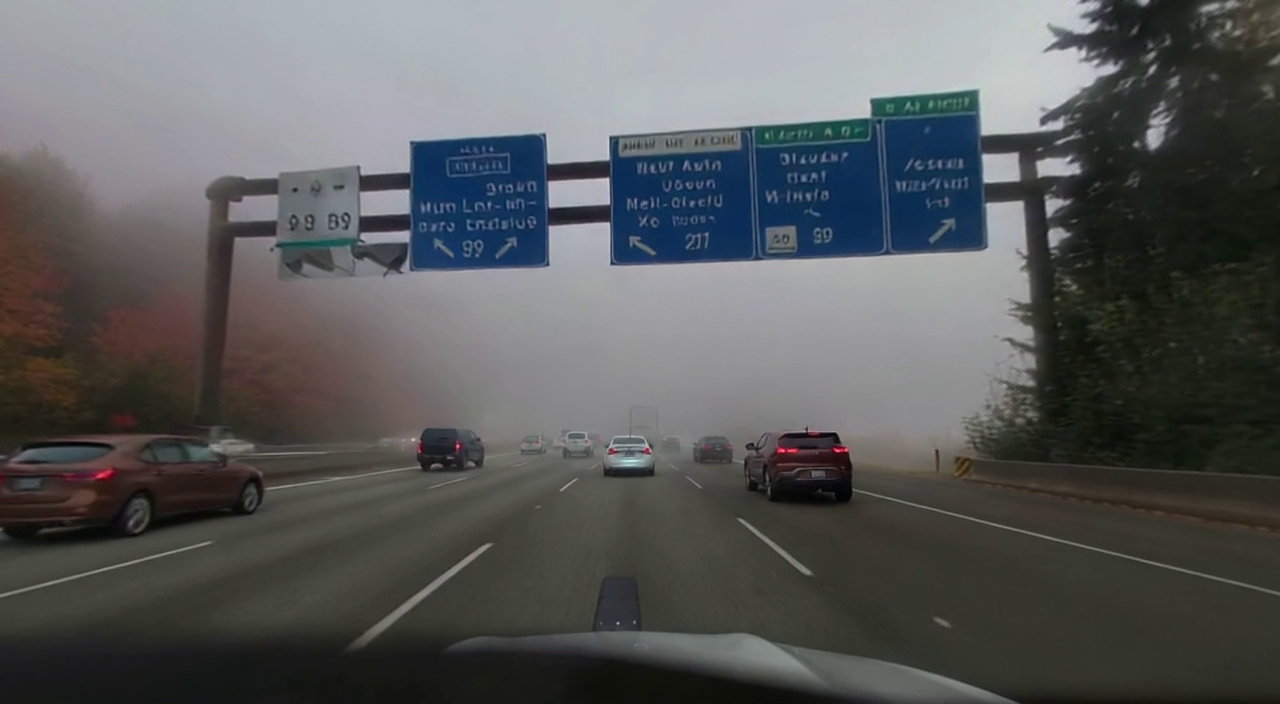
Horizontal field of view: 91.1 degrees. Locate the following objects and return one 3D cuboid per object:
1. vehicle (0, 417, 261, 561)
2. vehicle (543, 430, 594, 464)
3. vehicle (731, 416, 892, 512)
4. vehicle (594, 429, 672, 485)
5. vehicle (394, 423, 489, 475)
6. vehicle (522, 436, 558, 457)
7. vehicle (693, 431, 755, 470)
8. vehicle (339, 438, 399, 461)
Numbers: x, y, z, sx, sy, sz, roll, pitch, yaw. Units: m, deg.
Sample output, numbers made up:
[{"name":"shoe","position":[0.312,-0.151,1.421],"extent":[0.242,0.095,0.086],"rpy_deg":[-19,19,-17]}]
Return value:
[{"name":"vehicle","position":[-7.489,1.740,8.749],"extent":[1.934,1.526,3.966],"rpy_deg":[0,-8,0]},{"name":"vehicle","position":[-3.626,4.928,32.801],"extent":[2.064,1.672,4.277],"rpy_deg":[0,-8,1]},{"name":"vehicle","position":[3.327,2.263,13.250],"extent":[2.095,1.650,4.331],"rpy_deg":[0,-8,-1]},{"name":"vehicle","position":[-0.208,3.138,19.177],"extent":[2.111,1.494,4.364],"rpy_deg":[0,-8,0]},{"name":"vehicle","position":[-7.533,3.728,24.437],"extent":[2.117,1.779,4.745],"rpy_deg":[0,-8,1]},{"name":"vehicle","position":[-7.147,6.776,45.346],"extent":[1.896,1.429,4.348],"rpy_deg":[0,-8,0]},{"name":"vehicle","position":[3.447,4.158,26.765],"extent":[1.972,1.516,4.514],"rpy_deg":[0,-8,-1]},{"name":"vehicle","position":[-19.013,6.851,44.338],"extent":[1.995,1.529,5.004],"rpy_deg":[0,-8,0]}]
